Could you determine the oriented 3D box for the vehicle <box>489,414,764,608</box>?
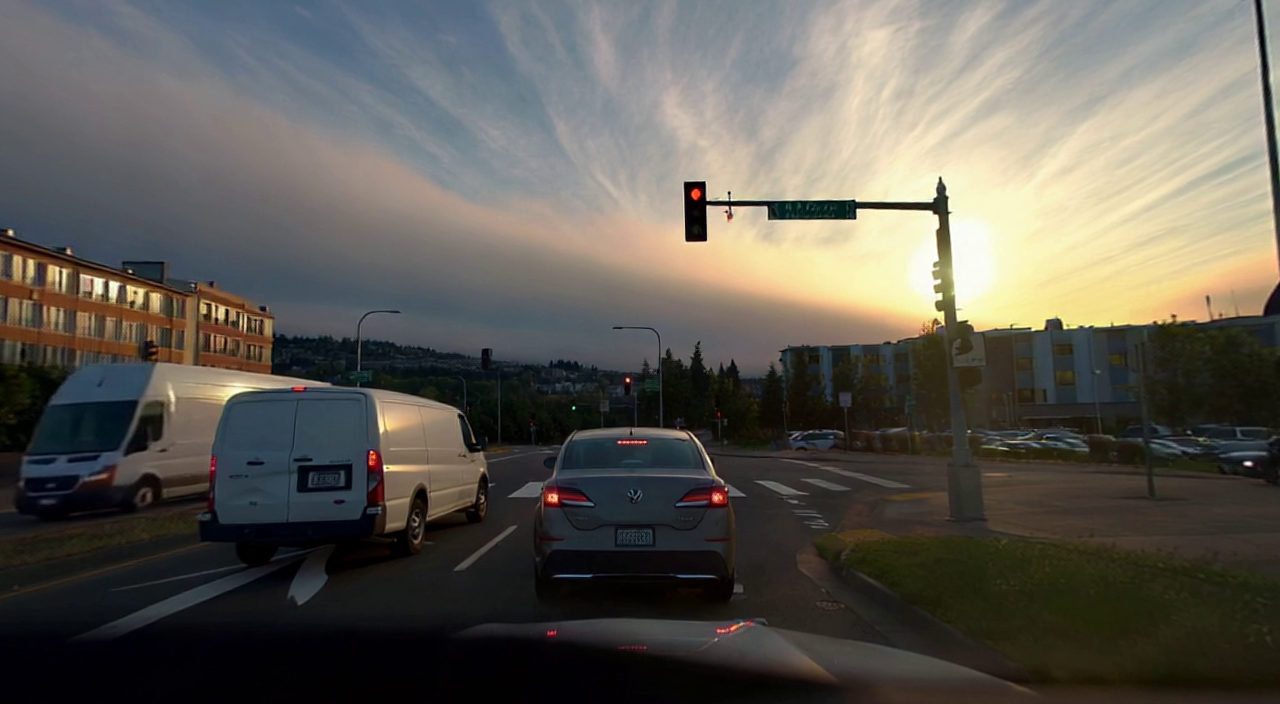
[{"bbox_3d":[-0.114,1.463,6.769,2.064,1.452,3.942,0,-8,0],"label":"vehicle"}]

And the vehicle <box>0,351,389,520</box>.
[{"bbox_3d":[-10.885,2.184,18.136,2.973,3.009,12.605,-3,-6,-4],"label":"vehicle"}]

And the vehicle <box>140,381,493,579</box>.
[{"bbox_3d":[-3.585,1.515,8.415,2.076,1.820,5.100,0,-8,-1],"label":"vehicle"}]
